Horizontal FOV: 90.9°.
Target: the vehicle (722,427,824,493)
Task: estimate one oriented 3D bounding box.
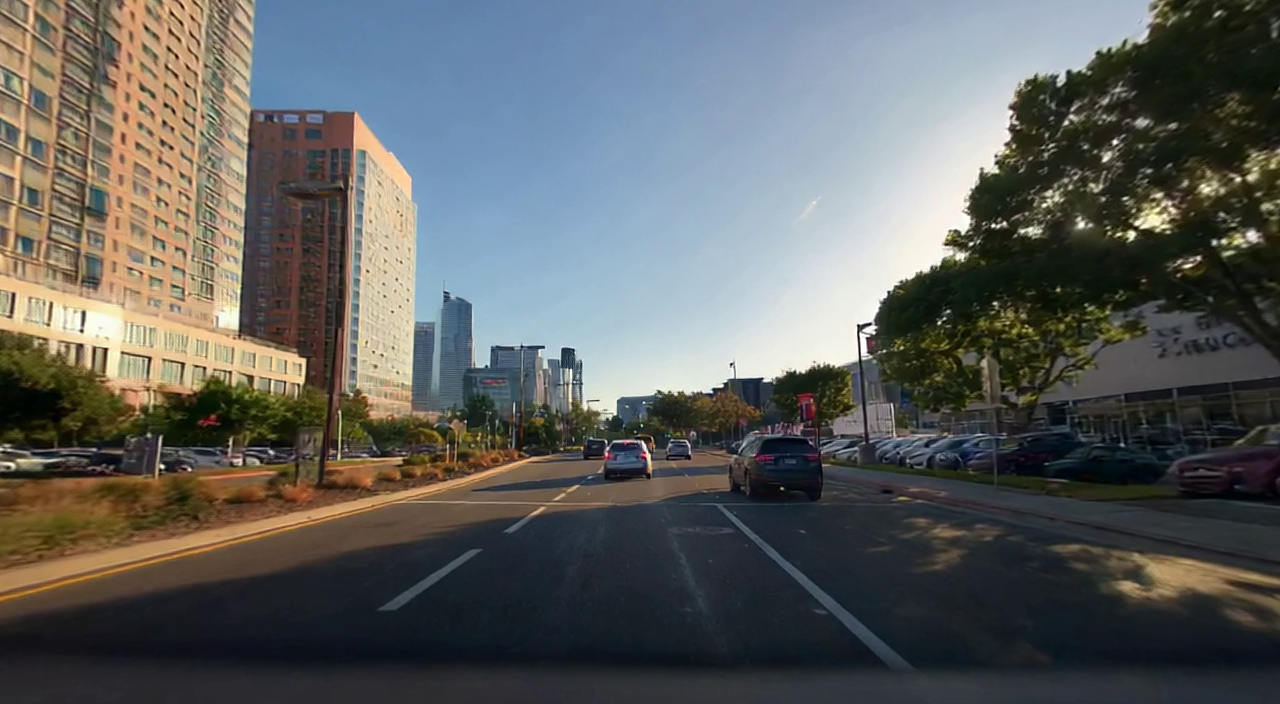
[{"bbox_3d":[3.747,3.110,18.525,2.007,1.683,4.171,0,-8,-1],"label":"vehicle"}]

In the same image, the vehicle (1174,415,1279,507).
[{"bbox_3d":[12.747,2.024,11.725,1.871,1.691,4.306,-1,-8,2],"label":"vehicle"}]

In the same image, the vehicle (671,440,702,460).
[{"bbox_3d":[3.559,7.564,48.827,2.012,1.462,4.400,0,-8,0],"label":"vehicle"}]

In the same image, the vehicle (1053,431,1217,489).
[{"bbox_3d":[14.114,3.019,17.976,4.076,1.478,2.023,4,-9,-27],"label":"vehicle"}]

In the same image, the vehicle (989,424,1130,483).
[{"bbox_3d":[13.921,3.331,20.884,4.367,1.748,2.007,5,-10,-30],"label":"vehicle"}]

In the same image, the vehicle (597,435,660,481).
[{"bbox_3d":[-0.387,3.779,22.681,2.059,1.477,3.988,0,-8,0],"label":"vehicle"}]
